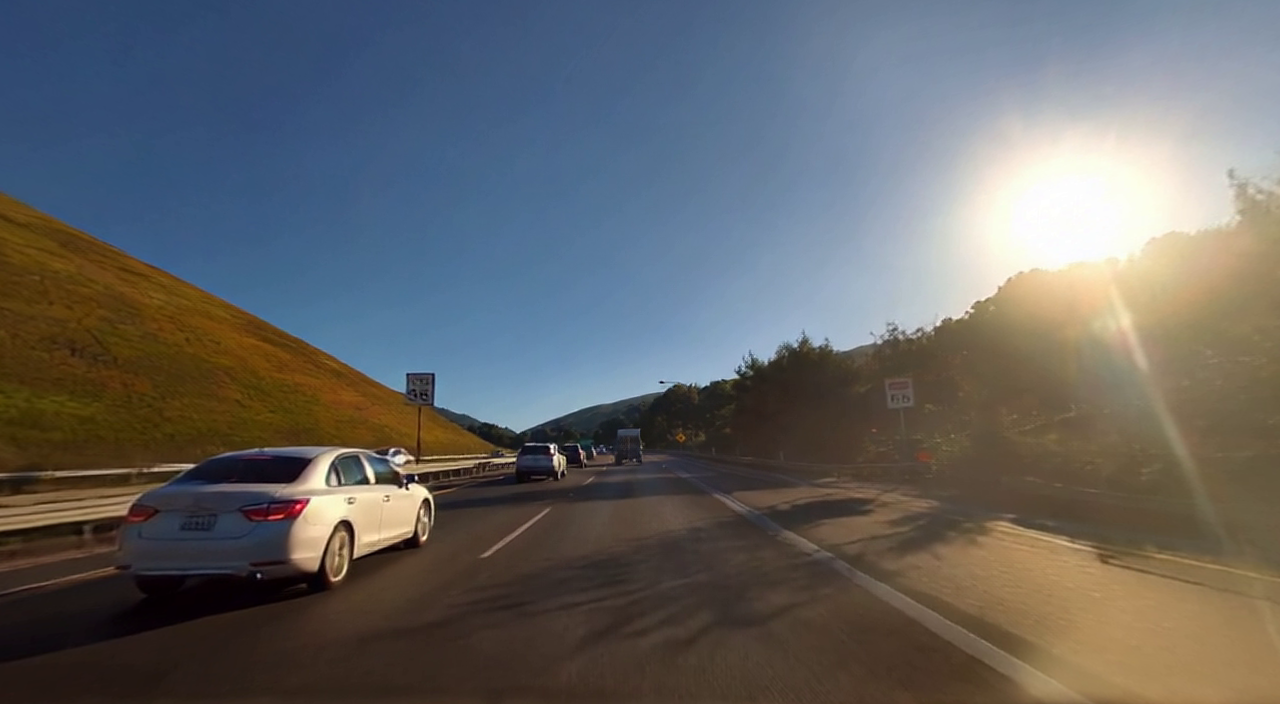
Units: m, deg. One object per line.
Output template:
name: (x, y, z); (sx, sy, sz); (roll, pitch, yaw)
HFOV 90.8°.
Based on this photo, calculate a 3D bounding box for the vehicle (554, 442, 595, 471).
vehicle: (-3.864, 6.227, 37.821); (2.044, 1.624, 4.032); (0, -9, 0)

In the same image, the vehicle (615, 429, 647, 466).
vehicle: (-0.648, 7.358, 48.631); (2.227, 2.611, 5.900); (0, -9, 1)

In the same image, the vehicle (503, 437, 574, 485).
vehicle: (-3.876, 4.241, 24.864); (2.073, 1.694, 4.162); (0, -9, 0)

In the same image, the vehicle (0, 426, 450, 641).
vehicle: (-3.670, 1.586, 6.619); (1.988, 1.440, 4.504); (0, -9, -1)
